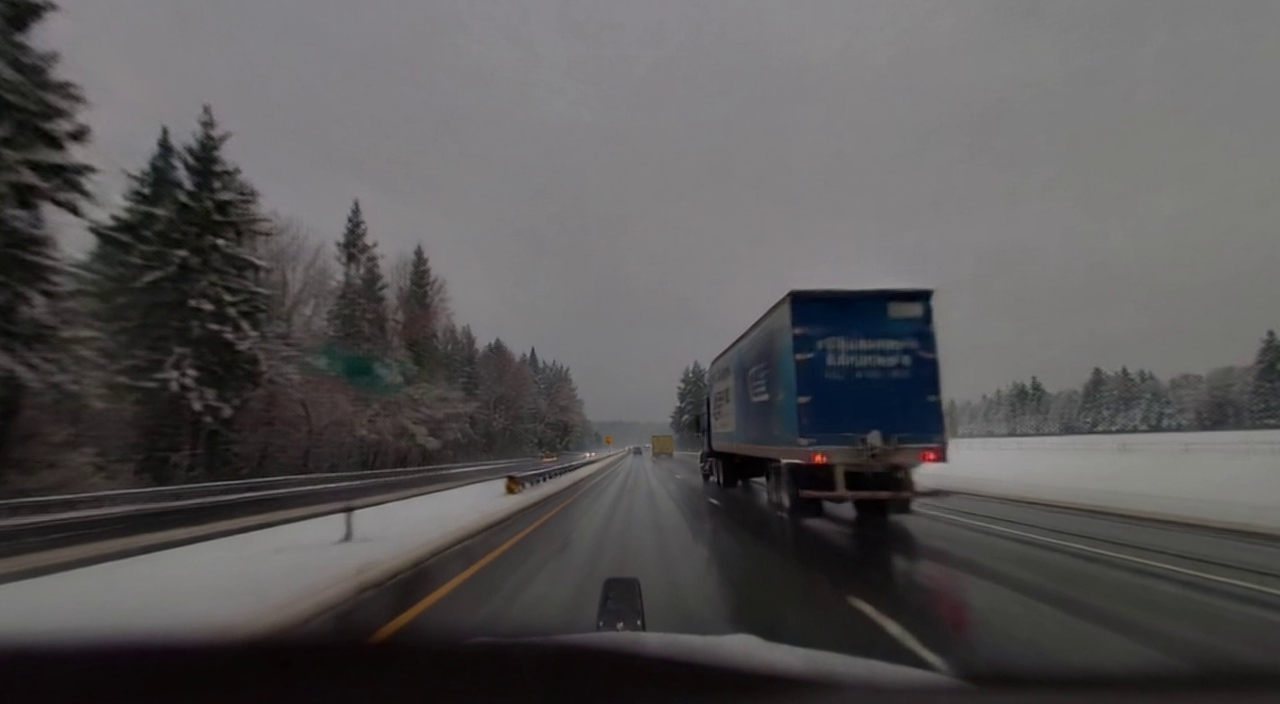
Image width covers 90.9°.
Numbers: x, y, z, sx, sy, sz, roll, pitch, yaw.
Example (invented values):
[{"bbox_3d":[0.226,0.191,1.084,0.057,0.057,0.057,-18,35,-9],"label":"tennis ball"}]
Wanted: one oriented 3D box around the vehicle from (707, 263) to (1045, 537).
[{"bbox_3d":[4.223,1.745,16.563,3.231,4.102,14.393,0,-9,0],"label":"vehicle"}]
